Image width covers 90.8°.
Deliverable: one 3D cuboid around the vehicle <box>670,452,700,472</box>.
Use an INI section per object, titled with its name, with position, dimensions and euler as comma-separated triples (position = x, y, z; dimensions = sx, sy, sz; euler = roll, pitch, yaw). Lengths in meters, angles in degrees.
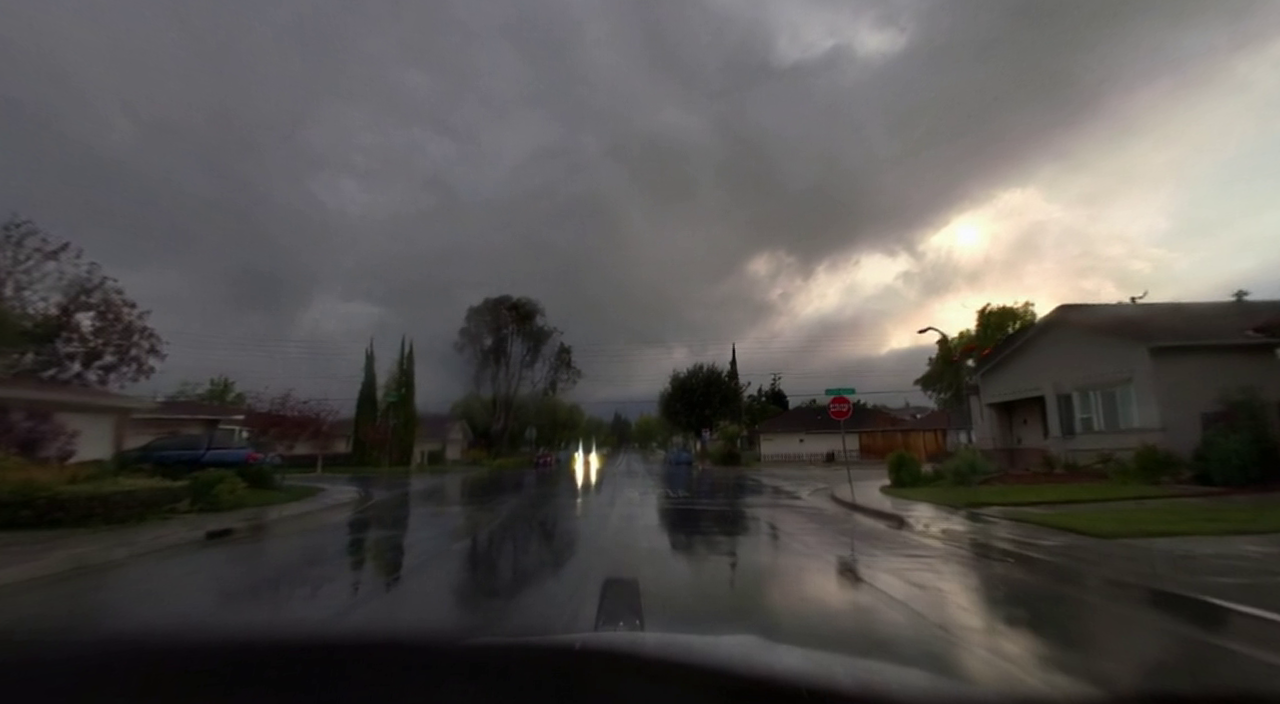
[vehicle]
position = 3.434, 8.541, 49.129
dimensions = 2.046, 1.465, 3.940
euler = 0, -9, 0
